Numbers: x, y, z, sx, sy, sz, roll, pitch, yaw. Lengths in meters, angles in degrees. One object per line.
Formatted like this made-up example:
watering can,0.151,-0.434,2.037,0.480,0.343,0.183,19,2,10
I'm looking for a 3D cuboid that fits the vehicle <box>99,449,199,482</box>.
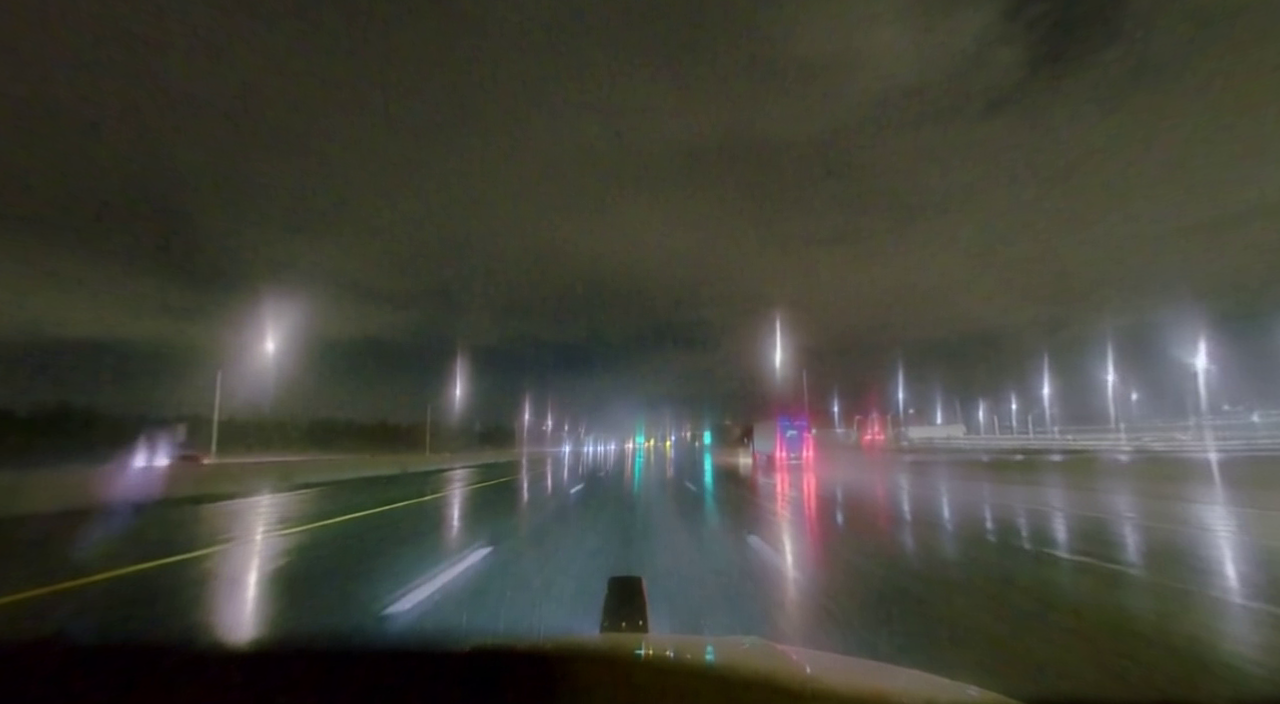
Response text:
vehicle,-28.166,6.482,36.390,1.924,1.708,4.778,0,-8,0
